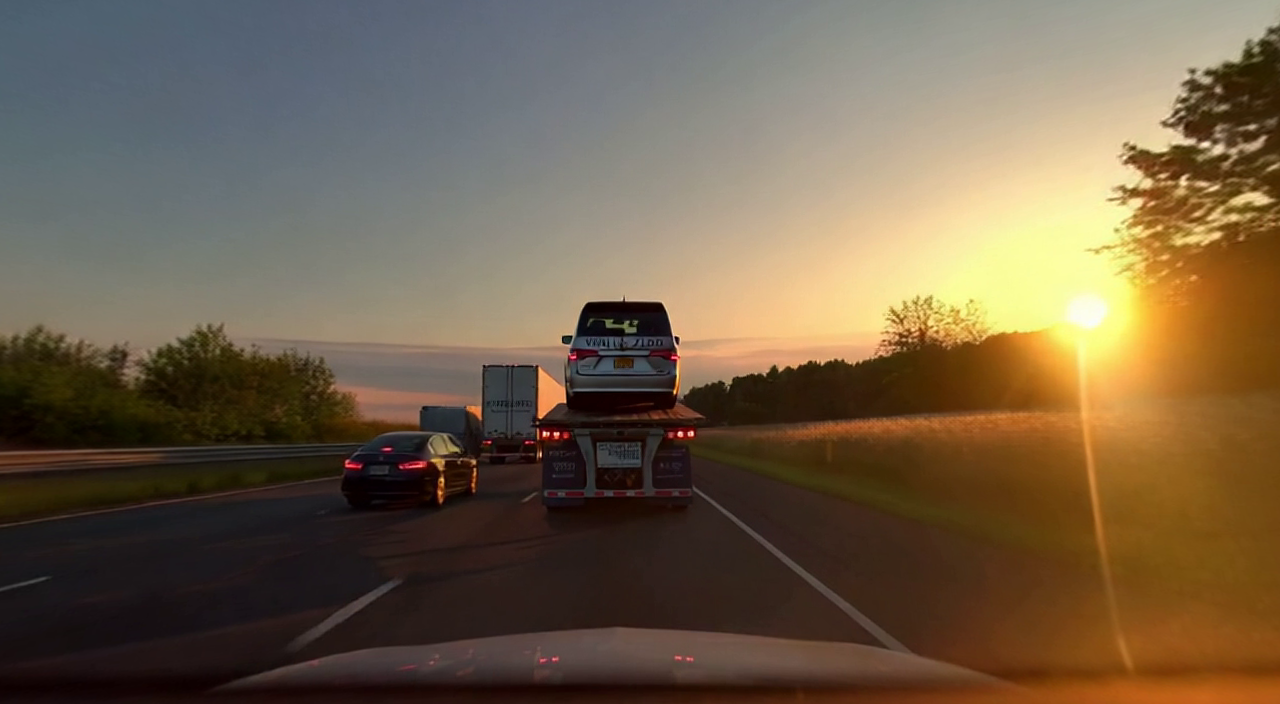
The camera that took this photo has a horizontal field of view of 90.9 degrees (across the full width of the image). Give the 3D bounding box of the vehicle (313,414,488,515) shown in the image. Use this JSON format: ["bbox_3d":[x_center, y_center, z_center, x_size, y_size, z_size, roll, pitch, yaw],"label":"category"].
[{"bbox_3d":[-4.539,2.180,12.780,1.914,1.675,4.331,0,-7,-1],"label":"vehicle"}]

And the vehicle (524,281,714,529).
[{"bbox_3d":[-0.466,1.334,13.868,2.738,3.628,9.223,0,-7,-2],"label":"vehicle"}]

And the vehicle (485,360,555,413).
[{"bbox_3d":[-4.715,1.484,25.398,2.118,1.799,4.591,0,-7,-3],"label":"vehicle"}]
